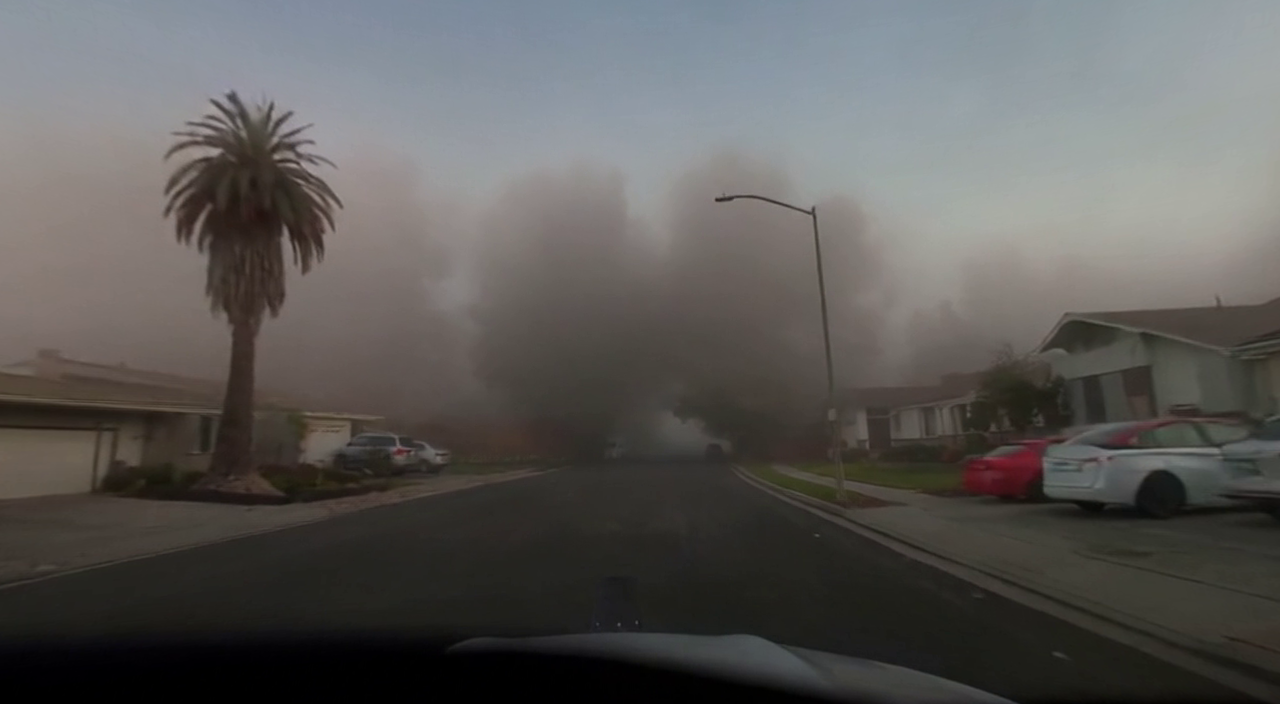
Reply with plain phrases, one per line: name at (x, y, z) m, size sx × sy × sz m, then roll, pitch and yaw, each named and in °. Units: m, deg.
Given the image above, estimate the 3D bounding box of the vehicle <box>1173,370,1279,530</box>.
vehicle at (10.184, 1.241, 8.026) m, size 5.050 × 1.896 × 2.041 m, roll 1°, pitch -8°, yaw -5°

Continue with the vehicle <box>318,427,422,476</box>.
vehicle at (-12.689, 4.741, 29.786) m, size 3.918 × 1.719 × 1.988 m, roll -3°, pitch -21°, yaw 0°

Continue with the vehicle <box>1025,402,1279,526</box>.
vehicle at (9.418, 1.821, 10.556) m, size 4.606 × 1.818 × 2.054 m, roll 1°, pitch -8°, yaw -5°
